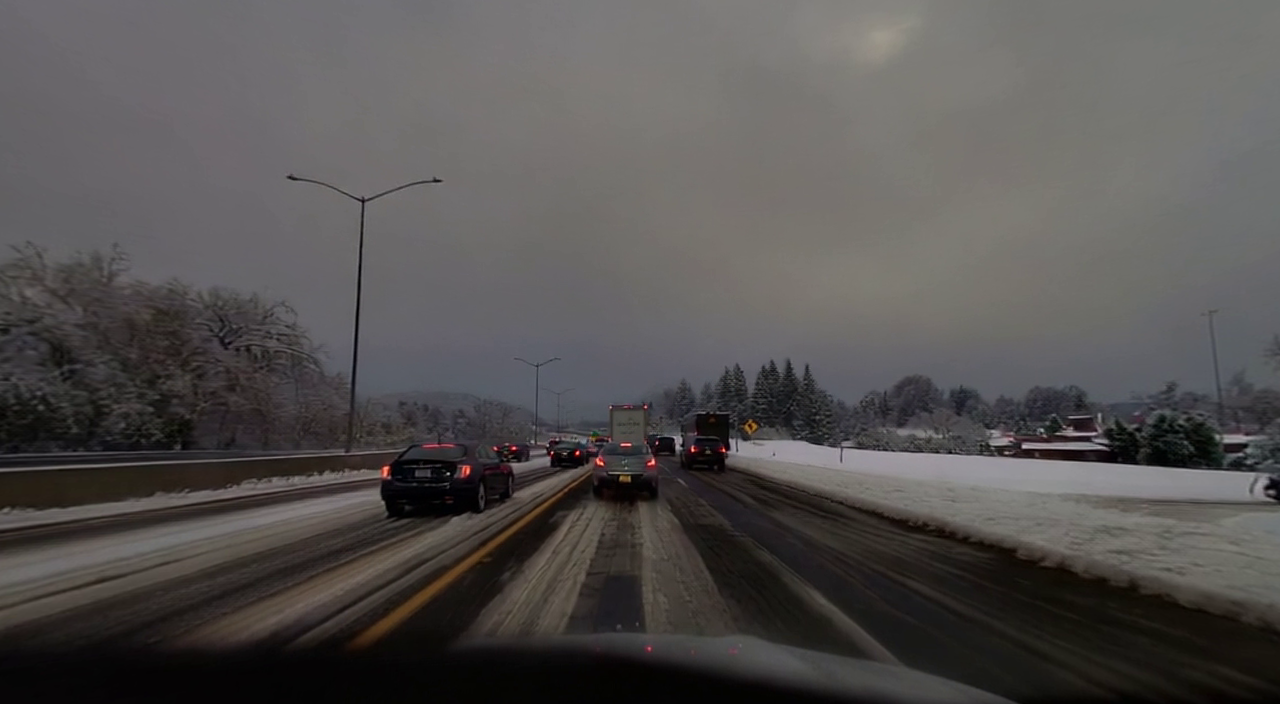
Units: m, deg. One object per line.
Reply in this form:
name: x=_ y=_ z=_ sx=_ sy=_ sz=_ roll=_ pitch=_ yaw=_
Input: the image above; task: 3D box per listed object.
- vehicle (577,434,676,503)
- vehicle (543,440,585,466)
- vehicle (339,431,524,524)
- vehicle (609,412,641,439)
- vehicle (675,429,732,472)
vehicle: x=-0.307 y=2.829 z=15.724 sx=2.136 sy=1.470 sz=3.971 roll=0 pitch=-8 yaw=0
vehicle: x=-4.467 y=5.995 z=37.568 sx=1.998 sy=1.423 sz=4.436 roll=0 pitch=-8 yaw=0
vehicle: x=-3.758 y=2.343 z=12.358 sx=2.064 sy=1.475 sz=4.489 roll=0 pitch=-8 yaw=0
vehicle: x=-1.092 y=5.409 z=46.017 sx=2.206 sy=1.803 sz=4.569 roll=0 pitch=-8 yaw=-1
vehicle: x=2.935 y=4.686 z=30.037 sx=2.173 sy=1.870 sz=4.499 roll=0 pitch=-8 yaw=-1
